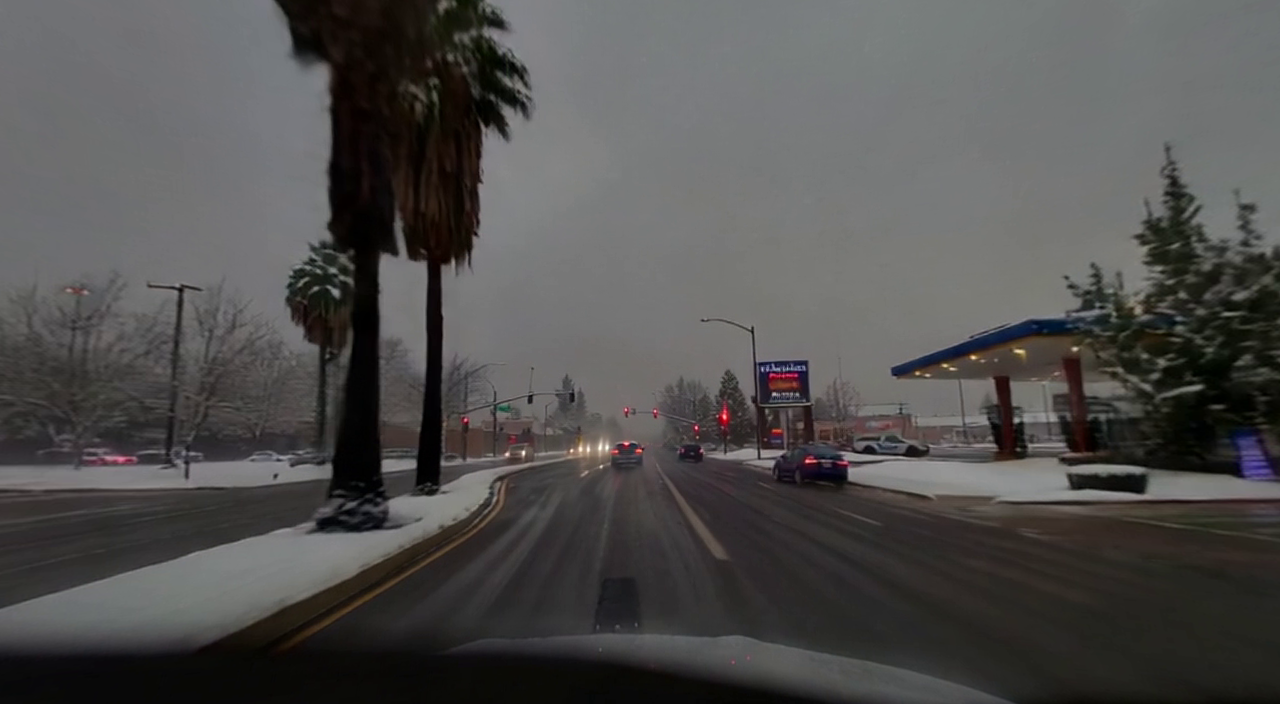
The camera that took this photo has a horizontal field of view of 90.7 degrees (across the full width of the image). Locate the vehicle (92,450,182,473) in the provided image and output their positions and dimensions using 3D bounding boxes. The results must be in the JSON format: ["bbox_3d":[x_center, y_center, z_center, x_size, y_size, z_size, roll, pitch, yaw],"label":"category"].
[{"bbox_3d":[-35.159,7.659,44.324,4.613,1.477,1.927,0,-9,0],"label":"vehicle"}]

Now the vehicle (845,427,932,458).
[{"bbox_3d":[16.141,5.987,41.561,2.172,1.855,5.526,1,-9,-18],"label":"vehicle"}]

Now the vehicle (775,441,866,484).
[{"bbox_3d":[6.754,4.179,24.302,1.922,1.461,4.868,0,-9,-1],"label":"vehicle"}]

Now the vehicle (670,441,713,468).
[{"bbox_3d":[2.918,5.893,36.586,2.060,1.471,4.168,0,-9,-1],"label":"vehicle"}]

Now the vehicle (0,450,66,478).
[{"bbox_3d":[-35.079,6.206,35.157,4.418,1.486,1.909,0,-9,-2],"label":"vehicle"}]

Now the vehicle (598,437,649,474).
[{"bbox_3d":[-0.712,4.705,28.945,2.160,1.508,4.319,0,-9,-1],"label":"vehicle"}]
